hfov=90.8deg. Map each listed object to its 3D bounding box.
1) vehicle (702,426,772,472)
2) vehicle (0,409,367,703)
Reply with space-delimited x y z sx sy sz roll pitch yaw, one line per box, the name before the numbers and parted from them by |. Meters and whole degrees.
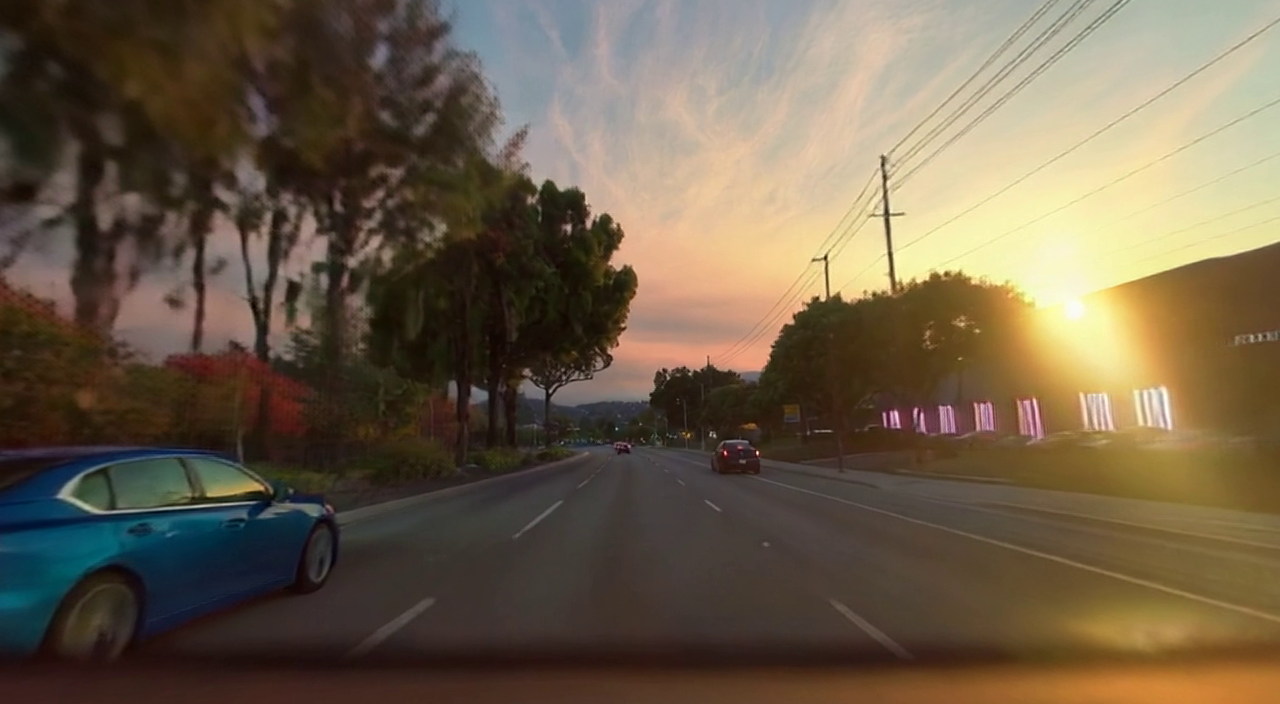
vehicle | 4.581 4.733 30.928 2.476 2.016 5.586 0 -8 0
vehicle | -3.799 1.217 4.271 2.017 1.470 4.293 0 -8 -1
